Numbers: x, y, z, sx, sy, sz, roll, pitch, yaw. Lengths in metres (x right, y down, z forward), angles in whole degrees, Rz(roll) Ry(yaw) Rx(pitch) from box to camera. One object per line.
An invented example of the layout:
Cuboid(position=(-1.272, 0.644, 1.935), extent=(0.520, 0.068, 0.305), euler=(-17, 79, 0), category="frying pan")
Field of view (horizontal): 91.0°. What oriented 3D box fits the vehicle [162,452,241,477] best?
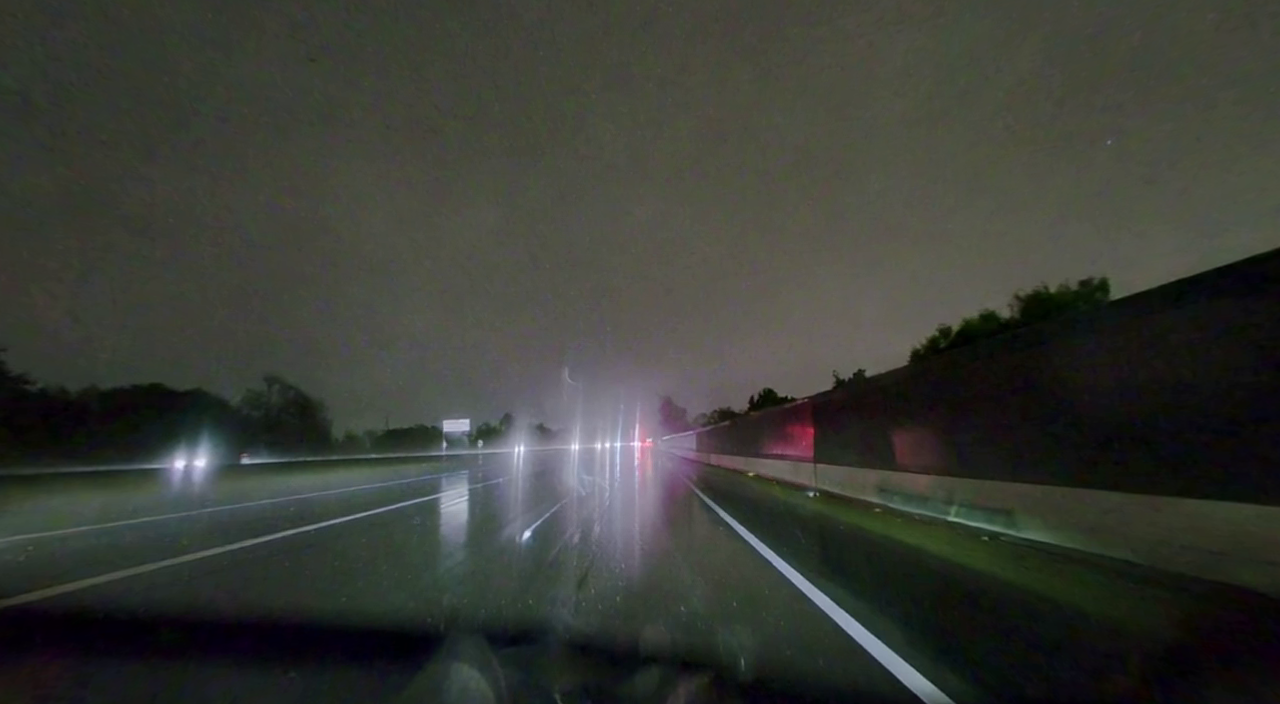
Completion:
Cuboid(position=(-29.214, 7.487, 42.132), extent=(1.857, 1.526, 4.556), euler=(0, -9, 2), category="vehicle")
